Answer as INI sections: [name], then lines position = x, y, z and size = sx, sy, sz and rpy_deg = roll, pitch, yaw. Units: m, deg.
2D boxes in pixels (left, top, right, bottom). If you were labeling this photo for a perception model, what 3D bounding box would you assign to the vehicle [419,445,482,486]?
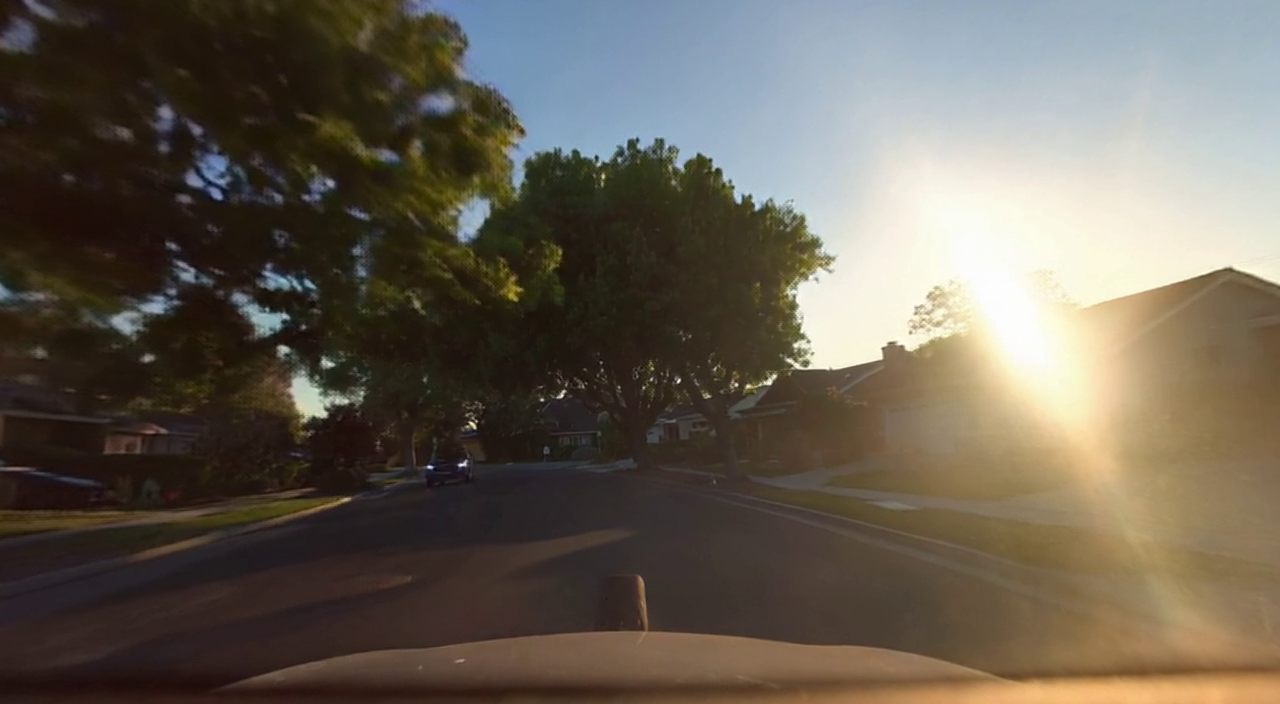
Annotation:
[vehicle]
position = -8.939, 5.354, 30.169
size = 2.217, 1.751, 4.763
rpy_deg = 1, -9, -9
